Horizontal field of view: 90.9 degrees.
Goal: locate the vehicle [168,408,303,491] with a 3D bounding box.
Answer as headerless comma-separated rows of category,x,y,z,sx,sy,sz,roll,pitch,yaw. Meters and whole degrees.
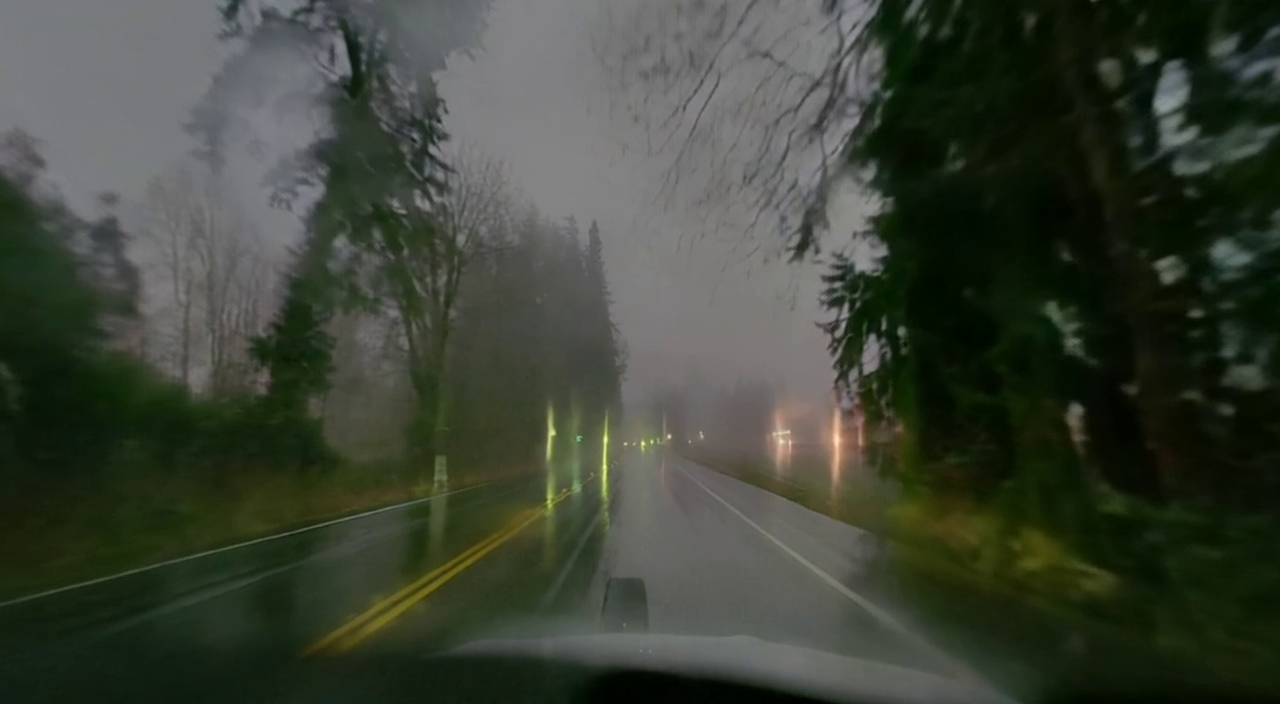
vehicle,-23.132,5.634,36.625,3.118,4.309,6.820,0,-8,0
